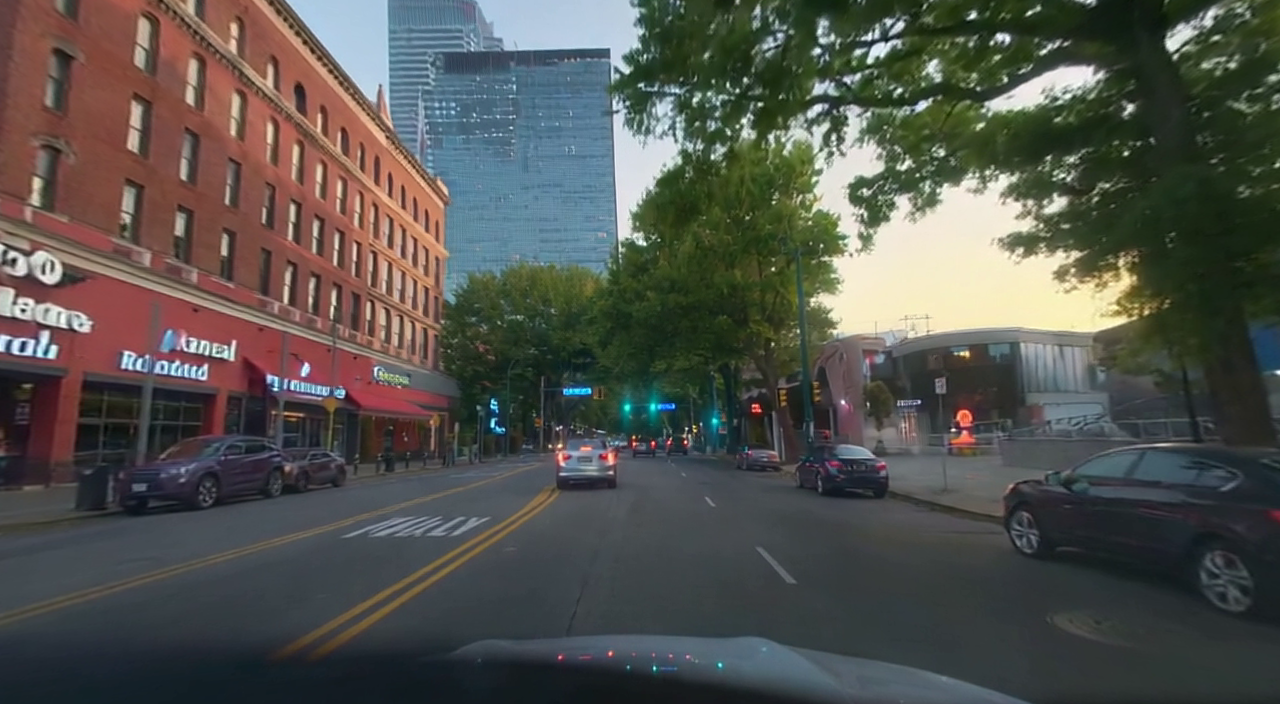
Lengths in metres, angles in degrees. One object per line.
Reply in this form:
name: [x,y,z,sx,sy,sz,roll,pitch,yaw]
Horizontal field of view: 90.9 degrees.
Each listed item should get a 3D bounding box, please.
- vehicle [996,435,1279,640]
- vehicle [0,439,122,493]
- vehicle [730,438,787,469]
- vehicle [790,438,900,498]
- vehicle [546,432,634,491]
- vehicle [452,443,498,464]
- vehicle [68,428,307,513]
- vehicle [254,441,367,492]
vehicle: [5.810,1.618,6.201,1.961,1.533,4.473,0,-8,0]
vehicle: [-20.496,3.779,21.190,1.903,1.629,4.525,-1,-8,7]
vehicle: [6.043,5.209,32.573,1.956,1.446,4.537,0,-8,-1]
vehicle: [5.845,3.334,18.527,1.986,1.555,3.879,0,-8,1]
vehicle: [-1.475,3.039,17.914,2.169,1.427,4.531,1,-8,-6]
vehicle: [-12.395,7.627,47.633,2.075,1.472,4.638,0,-8,2]
vehicle: [-12.556,3.316,18.306,2.384,2.044,6.030,0,-8,1]
vehicle: [-12.508,4.334,24.330,2.000,1.708,4.494,-2,-8,-1]
